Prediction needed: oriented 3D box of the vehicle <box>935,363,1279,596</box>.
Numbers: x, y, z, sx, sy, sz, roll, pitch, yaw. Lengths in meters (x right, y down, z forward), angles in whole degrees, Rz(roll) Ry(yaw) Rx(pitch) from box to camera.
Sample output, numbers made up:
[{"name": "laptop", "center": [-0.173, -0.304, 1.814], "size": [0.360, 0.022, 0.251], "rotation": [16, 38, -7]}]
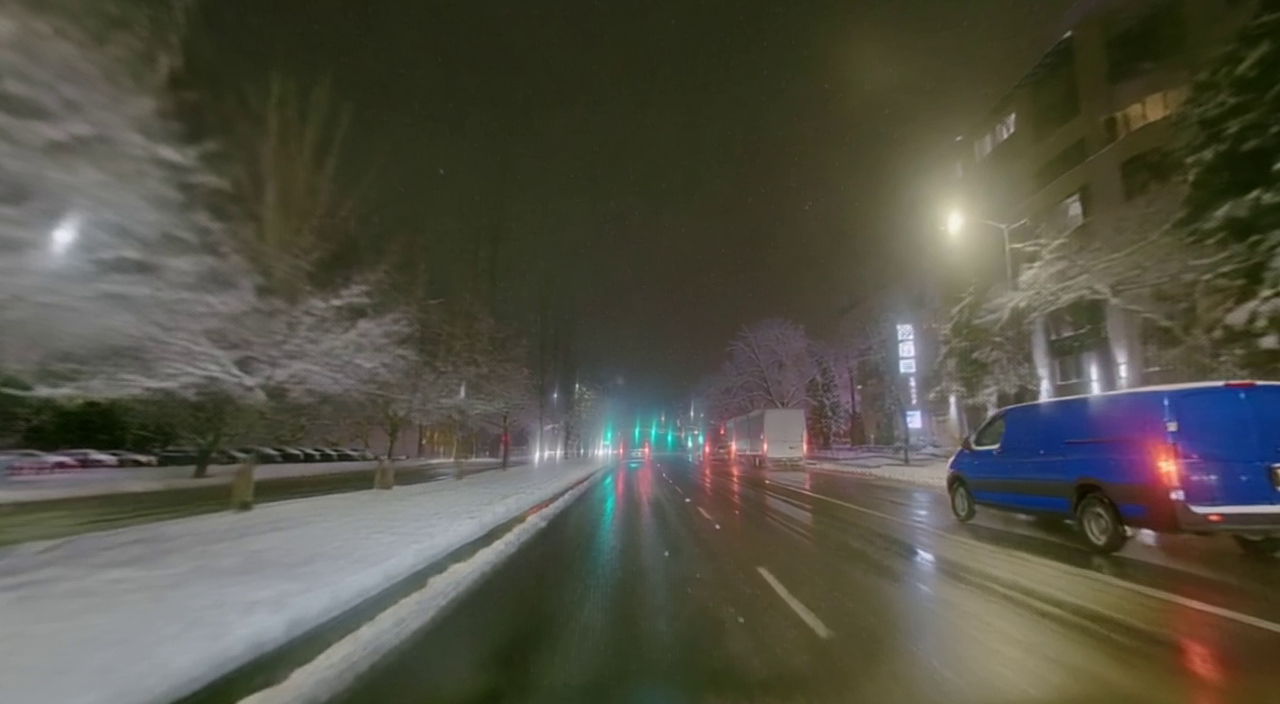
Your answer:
[{"name": "vehicle", "center": [6.718, 1.564, 8.662], "size": [2.573, 2.127, 5.568], "rotation": [0, -8, -1]}]

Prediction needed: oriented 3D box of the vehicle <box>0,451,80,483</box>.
[{"name": "vehicle", "center": [-29.444, 5.410, 29.842], "size": [4.048, 1.412, 1.886], "rotation": [0, -8, -2]}]

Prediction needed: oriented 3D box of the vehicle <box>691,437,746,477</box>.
[{"name": "vehicle", "center": [3.603, 4.907, 29.808], "size": [2.047, 1.711, 4.265], "rotation": [0, -8, 0]}]

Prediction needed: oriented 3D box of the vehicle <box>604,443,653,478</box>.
[{"name": "vehicle", "center": [-0.505, 4.913, 28.926], "size": [2.095, 1.456, 3.873], "rotation": [0, -8, -1]}]
